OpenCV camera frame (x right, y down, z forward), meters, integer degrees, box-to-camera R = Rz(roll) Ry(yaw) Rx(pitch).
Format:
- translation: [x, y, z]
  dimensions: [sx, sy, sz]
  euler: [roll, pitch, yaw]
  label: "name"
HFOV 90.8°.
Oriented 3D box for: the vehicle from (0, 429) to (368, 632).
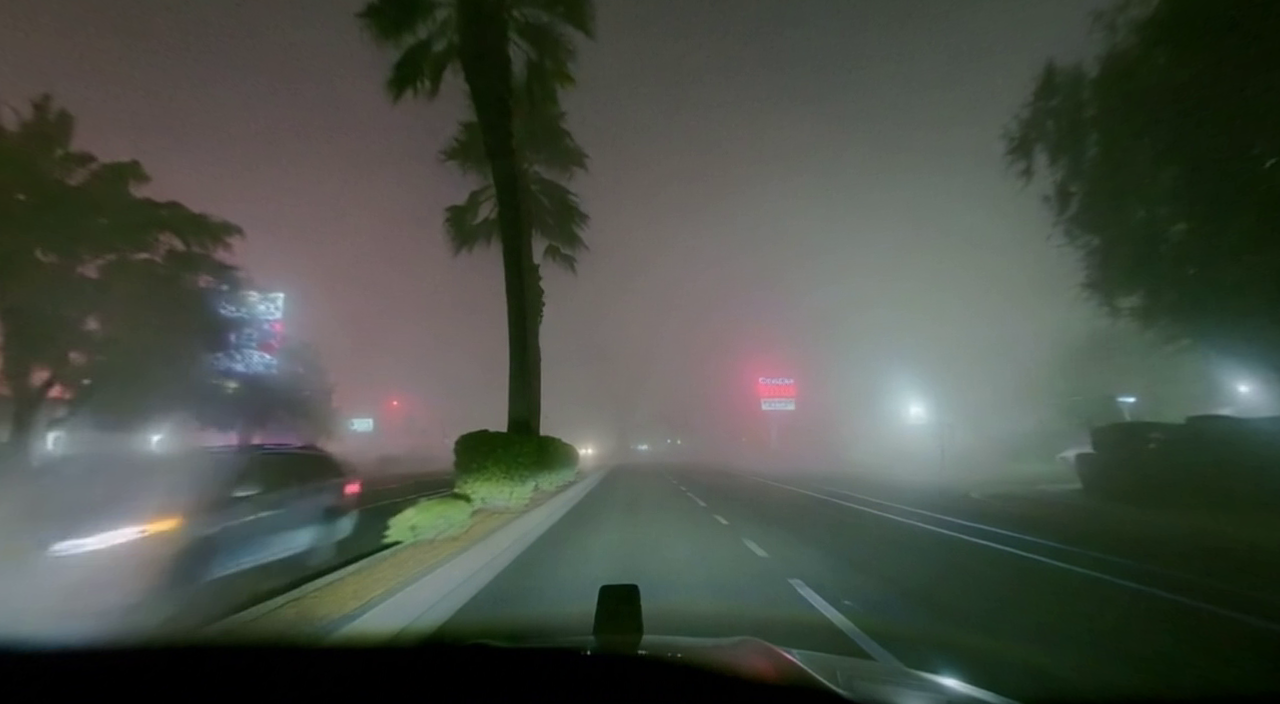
- translation: [-4.870, 1.633, 6.839]
  dimensions: [1.934, 1.471, 4.280]
  euler: [0, -8, 0]
  label: "vehicle"
